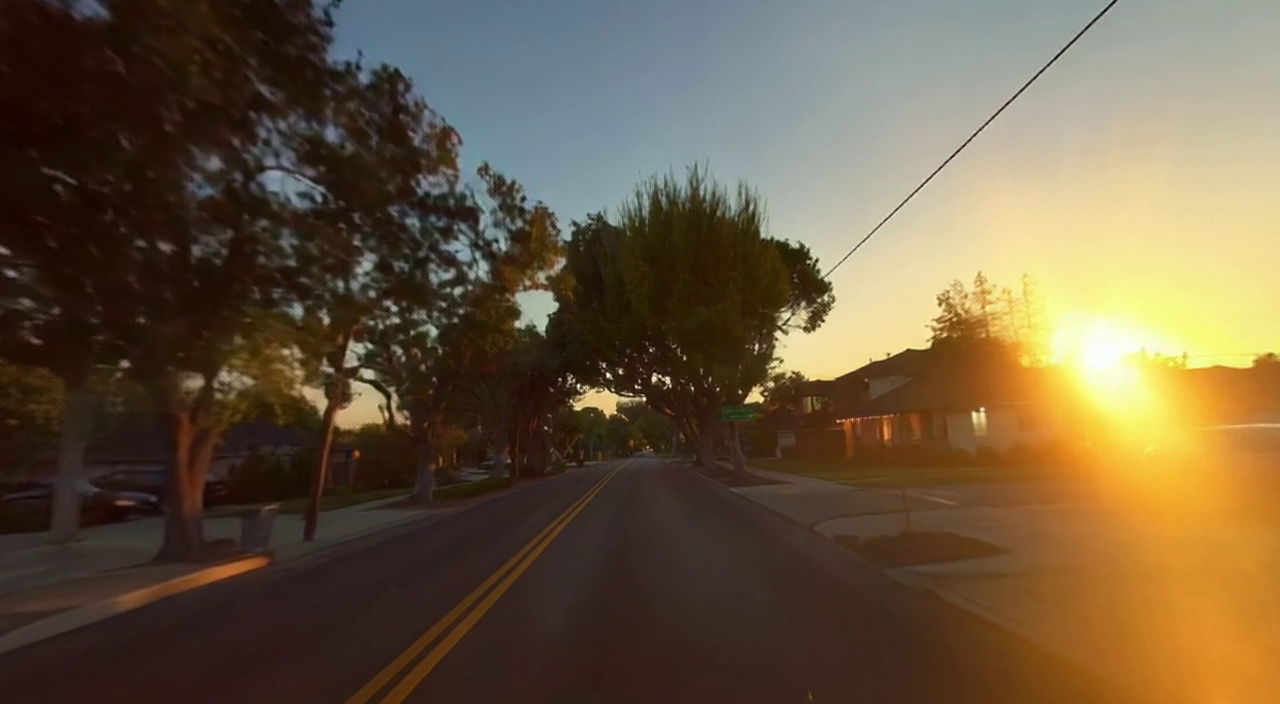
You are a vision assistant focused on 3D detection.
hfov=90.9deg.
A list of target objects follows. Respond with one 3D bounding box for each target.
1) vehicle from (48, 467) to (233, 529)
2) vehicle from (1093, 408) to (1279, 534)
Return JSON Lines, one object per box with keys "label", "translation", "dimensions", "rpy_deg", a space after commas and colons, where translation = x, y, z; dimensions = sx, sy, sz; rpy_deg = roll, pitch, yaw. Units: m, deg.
{"label": "vehicle", "translation": [-15.053, 4.375, 19.422], "dimensions": [1.830, 1.495, 4.641], "rpy_deg": [0, -8, 1]}
{"label": "vehicle", "translation": [8.553, 1.536, 8.389], "dimensions": [1.806, 1.496, 4.164], "rpy_deg": [0, -8, -2]}
